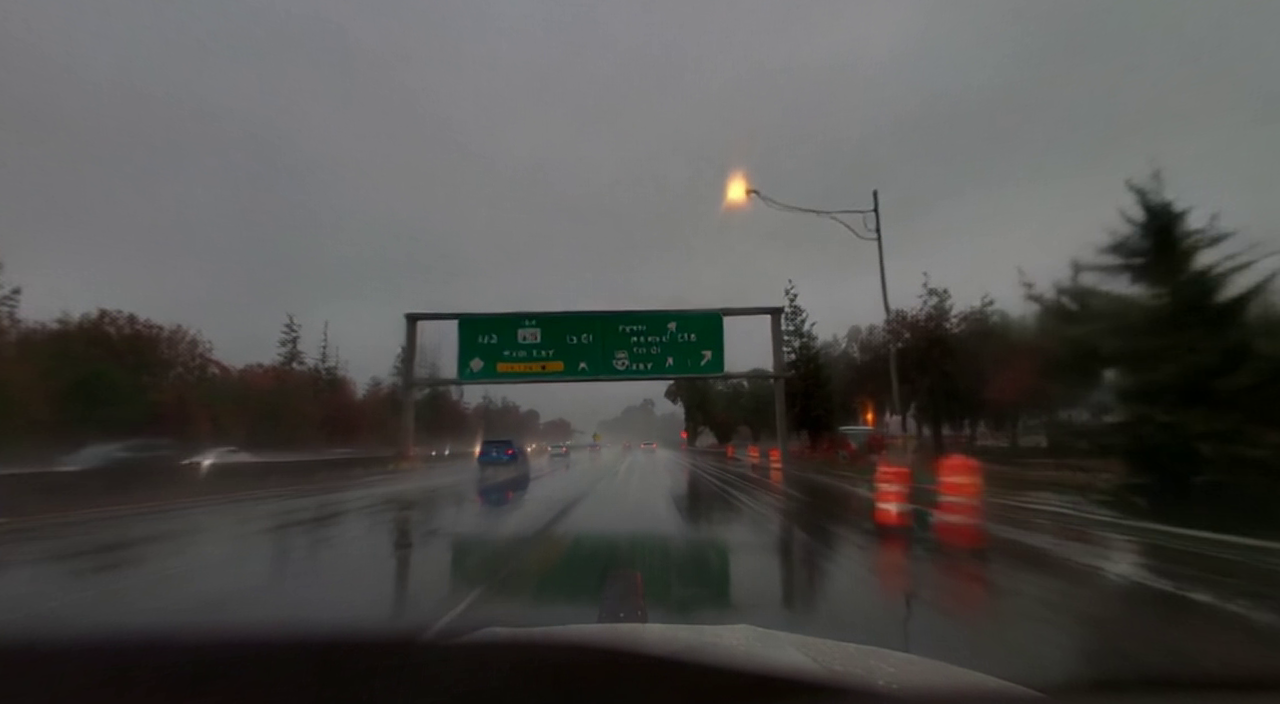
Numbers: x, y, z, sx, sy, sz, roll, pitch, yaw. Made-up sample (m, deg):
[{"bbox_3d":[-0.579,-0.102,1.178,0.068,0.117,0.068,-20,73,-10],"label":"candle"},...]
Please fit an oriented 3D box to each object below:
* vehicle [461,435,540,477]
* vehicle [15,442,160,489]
[{"bbox_3d":[-6.185,4.673,28.537,2.402,1.733,4.512,0,-8,2],"label":"vehicle"},{"bbox_3d":[-18.480,3.780,21.297,1.582,1.440,3.554,0,-9,1],"label":"vehicle"}]
